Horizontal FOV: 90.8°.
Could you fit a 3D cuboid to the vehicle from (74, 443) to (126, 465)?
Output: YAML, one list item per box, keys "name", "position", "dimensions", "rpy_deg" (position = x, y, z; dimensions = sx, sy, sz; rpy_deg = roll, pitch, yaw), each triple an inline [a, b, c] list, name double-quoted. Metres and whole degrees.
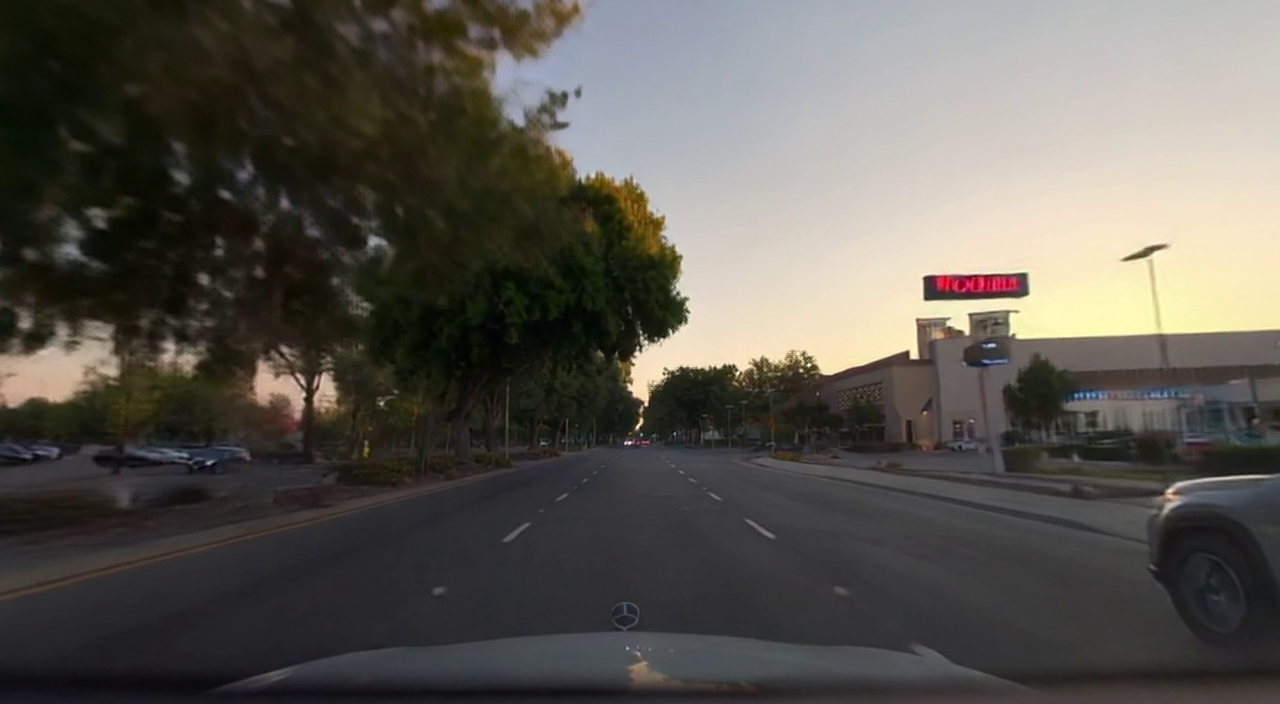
- name: "vehicle"
  position: [-37.955, 7.146, 44.493]
  dimensions: [1.929, 1.428, 3.799]
  rpy_deg: [4, -9, -28]

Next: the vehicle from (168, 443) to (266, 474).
- name: "vehicle"
  position: [-22.569, 5.669, 33.971]
  dimensions: [1.864, 1.510, 4.664]
  rpy_deg: [0, -8, 2]

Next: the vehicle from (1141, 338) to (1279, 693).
- name: "vehicle"
  position: [4.655, 0.684, 1.819]
  dimensions: [2.185, 1.956, 5.128]
  rpy_deg: [0, -8, 0]

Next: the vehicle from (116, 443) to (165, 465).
- name: "vehicle"
  position: [-35.171, 7.157, 44.543]
  dimensions: [1.829, 1.448, 4.124]
  rpy_deg: [4, -9, -27]
